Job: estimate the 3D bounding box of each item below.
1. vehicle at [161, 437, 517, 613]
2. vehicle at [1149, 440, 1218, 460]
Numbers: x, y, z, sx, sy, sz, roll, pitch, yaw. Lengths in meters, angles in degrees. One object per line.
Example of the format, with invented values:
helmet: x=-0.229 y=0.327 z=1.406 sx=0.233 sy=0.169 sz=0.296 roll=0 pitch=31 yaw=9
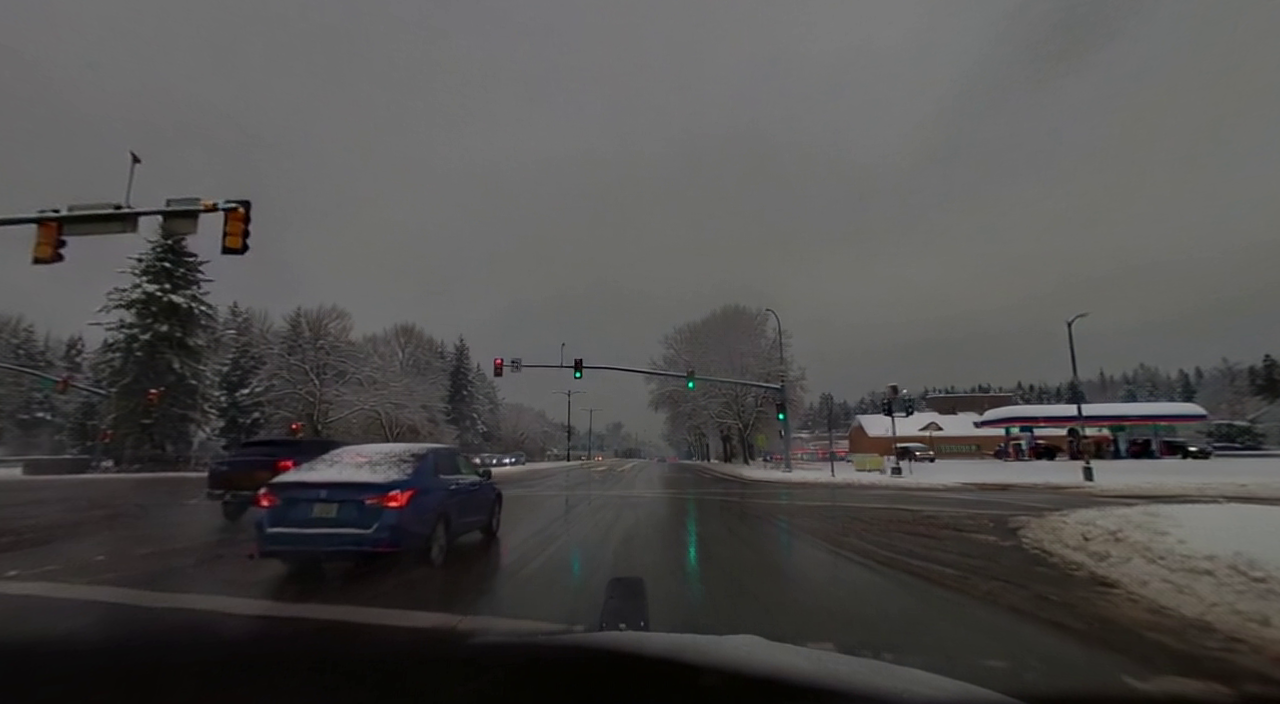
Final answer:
vehicle: x=-3.022 y=1.821 z=7.705 sx=2.041 sy=1.483 sz=4.533 roll=0 pitch=-9 yaw=1
vehicle: x=40.422 y=7.327 z=46.905 sx=3.518 sy=1.433 sz=1.763 roll=1 pitch=-9 yaw=-5
